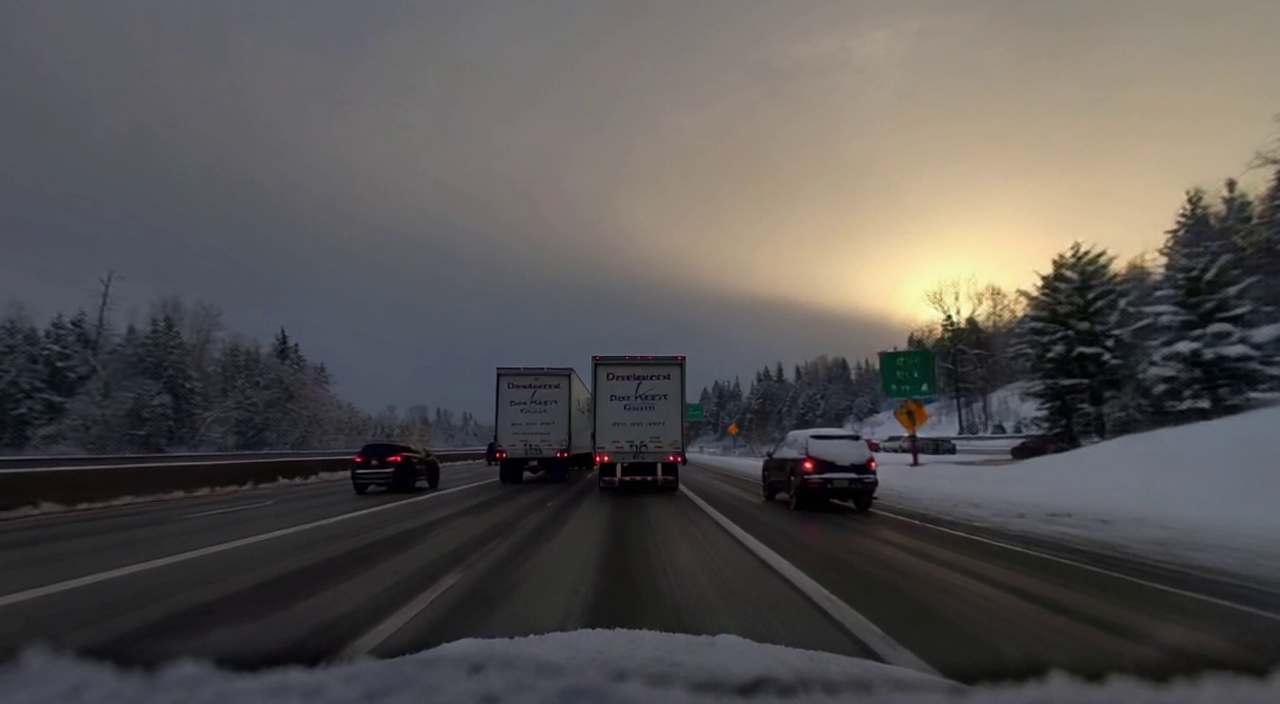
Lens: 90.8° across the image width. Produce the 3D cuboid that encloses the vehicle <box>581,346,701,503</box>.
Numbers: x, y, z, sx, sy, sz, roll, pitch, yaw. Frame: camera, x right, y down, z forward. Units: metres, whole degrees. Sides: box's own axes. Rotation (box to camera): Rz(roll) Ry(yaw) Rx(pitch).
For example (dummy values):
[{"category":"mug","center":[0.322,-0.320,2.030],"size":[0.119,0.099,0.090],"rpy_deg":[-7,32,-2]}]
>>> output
[{"category":"vehicle","center":[-0.035,2.473,20.392],"size":[2.910,3.828,9.805],"rpy_deg":[0,-9,-1]}]

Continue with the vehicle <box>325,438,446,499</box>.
[{"category":"vehicle","center":[-7.863,3.623,20.045],"size":[2.017,1.694,4.420],"rpy_deg":[0,-9,-1]}]

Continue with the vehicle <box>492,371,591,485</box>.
[{"category":"vehicle","center":[-3.979,3.562,28.493],"size":[2.888,4.154,10.960],"rpy_deg":[0,-9,-1]}]

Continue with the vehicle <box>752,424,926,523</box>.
[{"category":"vehicle","center":[4.004,2.532,13.753],"size":[2.136,1.753,4.644],"rpy_deg":[0,-9,-2]}]

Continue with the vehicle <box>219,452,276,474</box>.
[{"category":"vehicle","center":[-28.236,7.986,45.540],"size":[1.719,1.444,3.739],"rpy_deg":[0,-9,-1]}]
